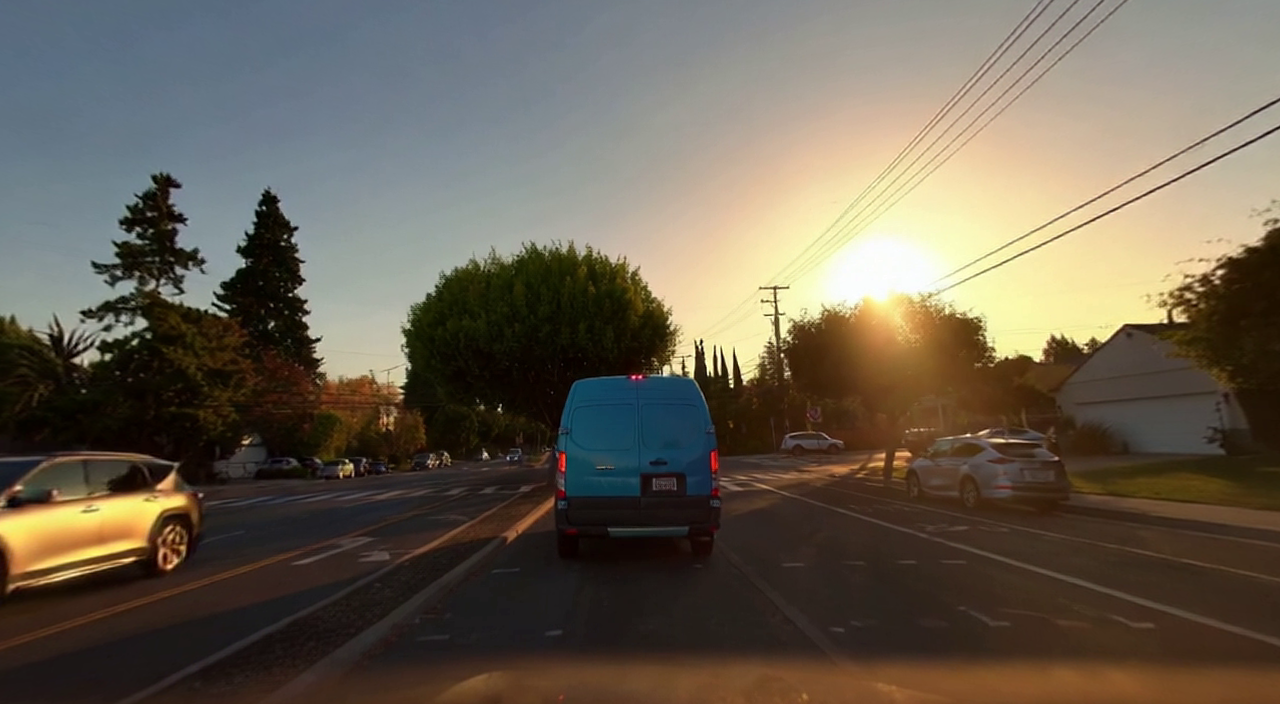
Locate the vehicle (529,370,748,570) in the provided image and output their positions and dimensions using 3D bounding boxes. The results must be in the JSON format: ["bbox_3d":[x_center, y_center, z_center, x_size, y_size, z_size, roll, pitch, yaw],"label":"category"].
[{"bbox_3d":[-0.094,1.616,9.289,2.342,2.142,4.809,0,-9,-2],"label":"vehicle"}]

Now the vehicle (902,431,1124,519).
[{"bbox_3d":[7.350,2.444,13.074,1.883,1.504,4.220,0,-9,-2],"label":"vehicle"}]

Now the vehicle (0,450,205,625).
[{"bbox_3d":[-7.415,1.980,7.088,1.997,1.724,4.417,0,-9,-2],"label":"vehicle"}]

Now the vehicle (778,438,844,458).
[{"bbox_3d":[12.964,7.304,48.144,4.483,1.463,1.805,0,-9,-1],"label":"vehicle"}]

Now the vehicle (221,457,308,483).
[{"bbox_3d":[-27.249,8.552,45.961,4.972,1.776,2.057,0,-9,-1],"label":"vehicle"}]

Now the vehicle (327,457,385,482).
[{"bbox_3d":[-18.333,7.616,41.035,1.816,1.445,4.120,0,-9,0],"label":"vehicle"}]
